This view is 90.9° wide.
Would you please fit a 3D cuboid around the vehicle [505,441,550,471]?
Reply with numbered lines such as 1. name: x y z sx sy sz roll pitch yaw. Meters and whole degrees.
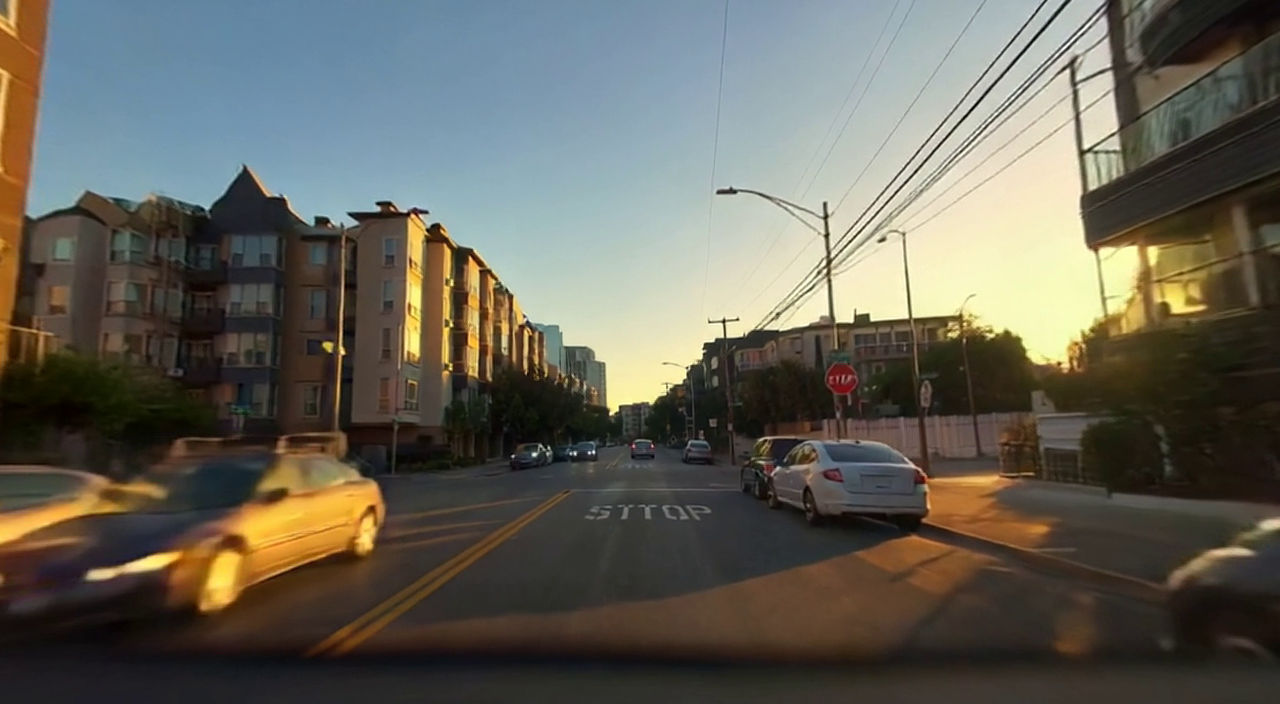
1. vehicle: -7.511 6.963 42.521 2.140 1.874 4.475 0 -9 0

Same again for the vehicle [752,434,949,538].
1. vehicle: 3.518 2.315 11.614 1.888 1.495 4.567 0 -9 -2

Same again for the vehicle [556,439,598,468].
1. vehicle: -4.128 6.792 42.339 2.201 1.801 4.750 -1 -9 2

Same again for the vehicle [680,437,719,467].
1. vehicle: 3.884 6.646 42.057 2.164 1.721 4.416 -4 -9 1

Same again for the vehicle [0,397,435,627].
1. vehicle: -4.405 1.601 7.323 2.452 1.778 4.634 0 -9 0

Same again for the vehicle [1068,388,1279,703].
1. vehicle: 3.651 0.787 1.368 2.040 1.637 4.734 0 -9 -1
